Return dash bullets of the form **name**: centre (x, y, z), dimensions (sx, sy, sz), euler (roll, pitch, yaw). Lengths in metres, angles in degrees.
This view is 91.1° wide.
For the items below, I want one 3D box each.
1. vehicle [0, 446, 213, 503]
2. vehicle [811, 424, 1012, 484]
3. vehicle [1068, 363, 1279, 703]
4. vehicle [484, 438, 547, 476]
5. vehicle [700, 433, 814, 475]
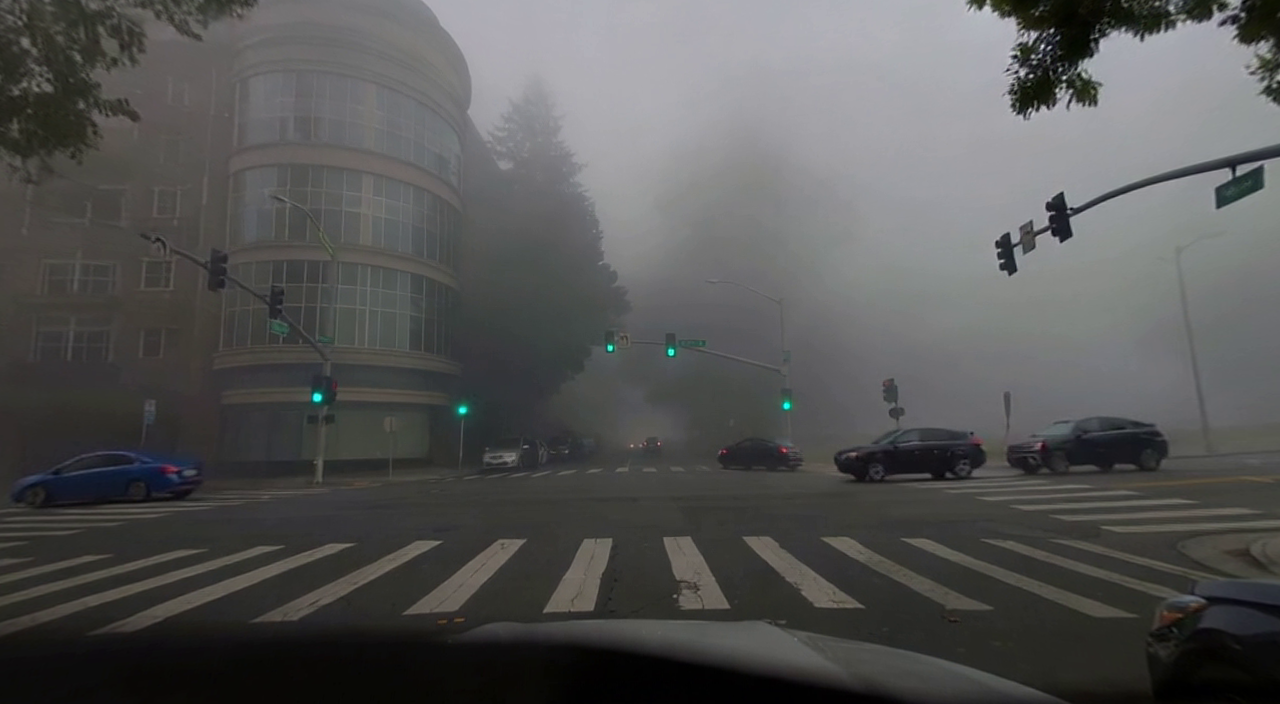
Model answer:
- **vehicle**: centre (-14.817, 3.330, 17.332), dimensions (4.613, 1.443, 1.883), euler (0, -8, -1)
- **vehicle**: centre (7.083, 2.708, 16.759), dimensions (4.464, 1.472, 1.867), euler (0, -8, 0)
- **vehicle**: centre (2.884, 0.673, 0.833), dimensions (1.947, 1.576, 3.825), euler (0, -8, 1)
- **vehicle**: centre (-5.941, 5.065, 30.542), dimensions (2.115, 1.690, 4.322), euler (0, -8, 1)
- **vehicle**: centre (4.928, 4.338, 27.028), dimensions (2.053, 1.625, 4.551), euler (6, -11, -38)
